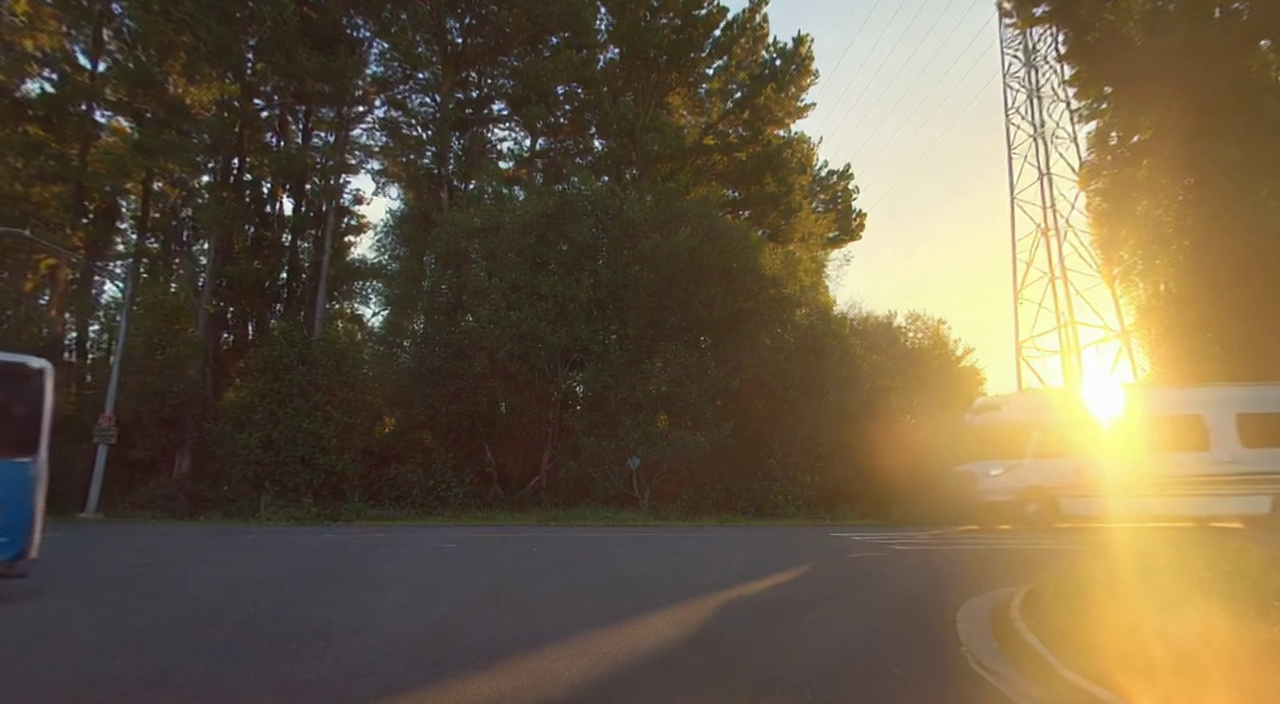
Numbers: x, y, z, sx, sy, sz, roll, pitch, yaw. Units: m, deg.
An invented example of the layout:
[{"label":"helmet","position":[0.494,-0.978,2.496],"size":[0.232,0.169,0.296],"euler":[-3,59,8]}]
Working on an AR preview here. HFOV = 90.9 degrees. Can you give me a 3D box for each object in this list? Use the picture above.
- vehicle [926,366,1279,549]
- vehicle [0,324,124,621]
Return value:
[{"label":"vehicle","position":[10.561,2.082,12.753],"size":[8.152,3.185,2.776],"euler":[0,-9,-3]},{"label":"vehicle","position":[-7.472,0.792,3.970],"size":[2.247,2.424,5.923],"euler":[-6,-11,33]}]
